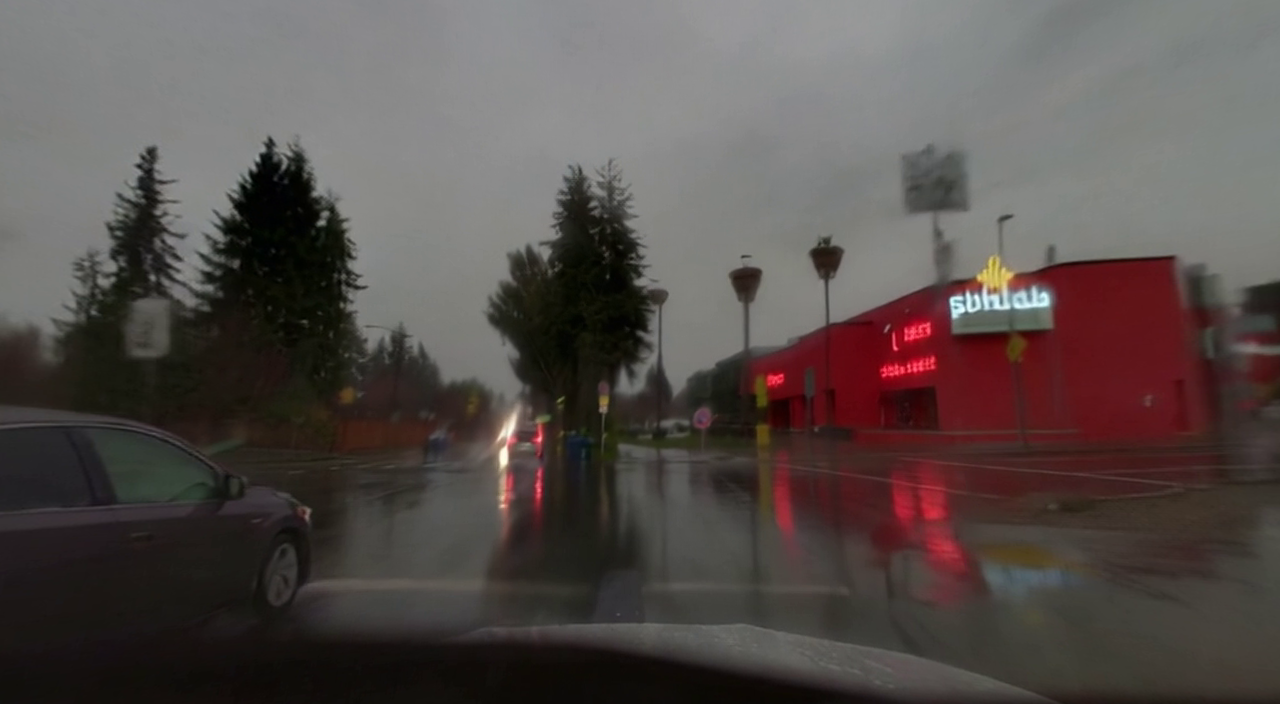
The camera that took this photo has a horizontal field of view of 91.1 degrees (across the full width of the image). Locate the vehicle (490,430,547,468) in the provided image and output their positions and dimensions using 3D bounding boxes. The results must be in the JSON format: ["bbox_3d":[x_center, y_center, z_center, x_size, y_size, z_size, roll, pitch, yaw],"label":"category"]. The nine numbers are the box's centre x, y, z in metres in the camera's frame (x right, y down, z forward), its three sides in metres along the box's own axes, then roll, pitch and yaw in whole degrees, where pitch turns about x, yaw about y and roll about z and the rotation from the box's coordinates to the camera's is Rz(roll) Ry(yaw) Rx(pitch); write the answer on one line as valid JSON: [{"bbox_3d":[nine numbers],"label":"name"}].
[{"bbox_3d":[-4.953,3.973,26.095,1.962,1.424,4.289,1,-8,-6],"label":"vehicle"}]

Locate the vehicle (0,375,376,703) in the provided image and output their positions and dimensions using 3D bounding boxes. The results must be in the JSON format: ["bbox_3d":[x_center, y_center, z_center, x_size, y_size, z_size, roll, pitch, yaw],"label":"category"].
[{"bbox_3d":[-3.143,0.954,3.128,1.853,1.478,4.381,0,-7,-1],"label":"vehicle"}]
